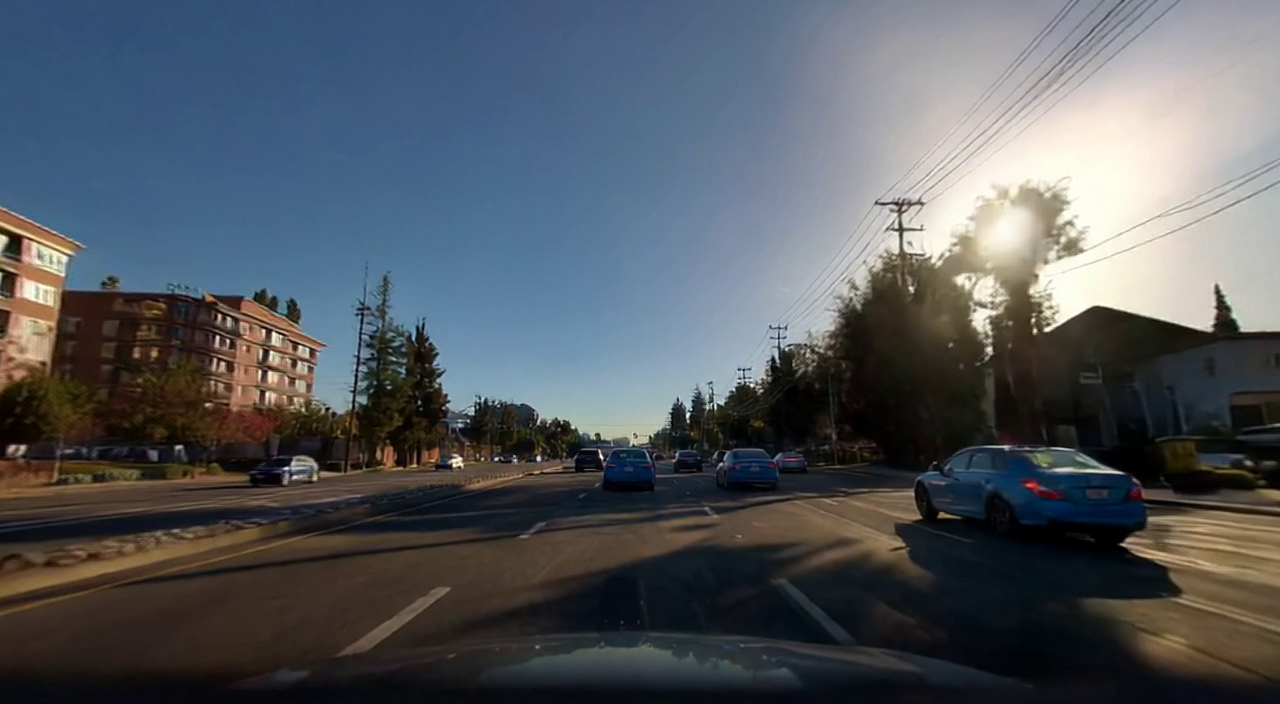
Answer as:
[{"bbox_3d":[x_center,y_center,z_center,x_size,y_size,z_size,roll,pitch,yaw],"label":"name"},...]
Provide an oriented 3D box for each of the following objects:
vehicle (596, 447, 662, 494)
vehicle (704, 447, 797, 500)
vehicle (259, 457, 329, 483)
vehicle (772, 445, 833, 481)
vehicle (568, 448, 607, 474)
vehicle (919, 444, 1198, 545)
[{"bbox_3d":[-0.345,4.054,22.016,2.065,1.464,4.216,0,-8,0],"label":"vehicle"},{"bbox_3d":[3.374,3.793,20.275,2.053,1.490,4.464,0,-8,-2],"label":"vehicle"},{"bbox_3d":[-22.177,7.556,40.728,1.832,1.455,4.596,0,-8,1],"label":"vehicle"},{"bbox_3d":[8.167,5.592,32.155,1.998,1.724,4.260,0,-8,1],"label":"vehicle"},{"bbox_3d":[-3.429,7.179,41.927,2.073,1.606,4.364,0,-8,2],"label":"vehicle"},{"bbox_3d":[7.064,2.401,11.424,2.004,1.455,4.417,0,-8,0],"label":"vehicle"}]
